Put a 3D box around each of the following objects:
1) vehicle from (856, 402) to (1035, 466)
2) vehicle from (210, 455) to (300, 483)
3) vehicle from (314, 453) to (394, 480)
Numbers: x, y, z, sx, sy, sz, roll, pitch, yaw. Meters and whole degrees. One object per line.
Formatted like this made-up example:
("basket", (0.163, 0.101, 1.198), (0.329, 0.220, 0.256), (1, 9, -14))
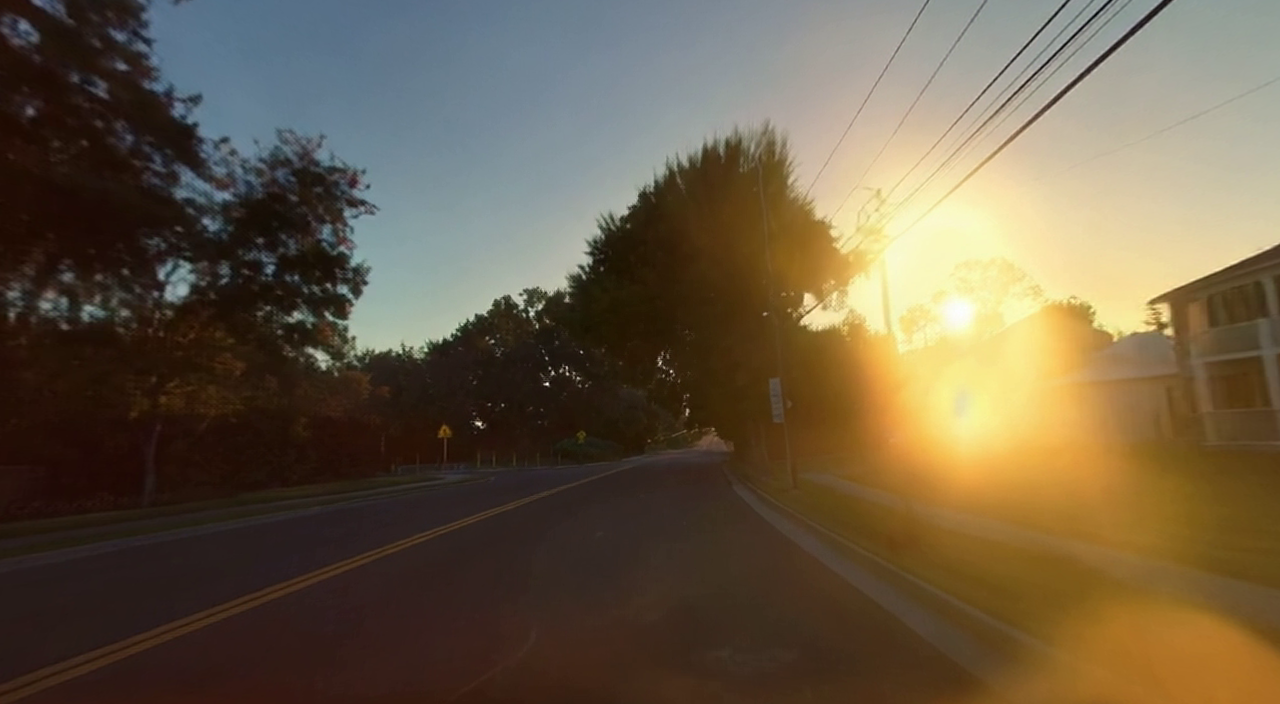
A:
("vehicle", (11.673, 3.238, 24.533), (5.704, 1.788, 2.095), (-7, -11, 9))
("vehicle", (-25.025, 7.608, 41.043), (4.751, 1.489, 2.052), (-5, -9, 8))
("vehicle", (-18.233, 7.316, 40.255), (4.270, 1.481, 1.972), (-4, -9, 10))
